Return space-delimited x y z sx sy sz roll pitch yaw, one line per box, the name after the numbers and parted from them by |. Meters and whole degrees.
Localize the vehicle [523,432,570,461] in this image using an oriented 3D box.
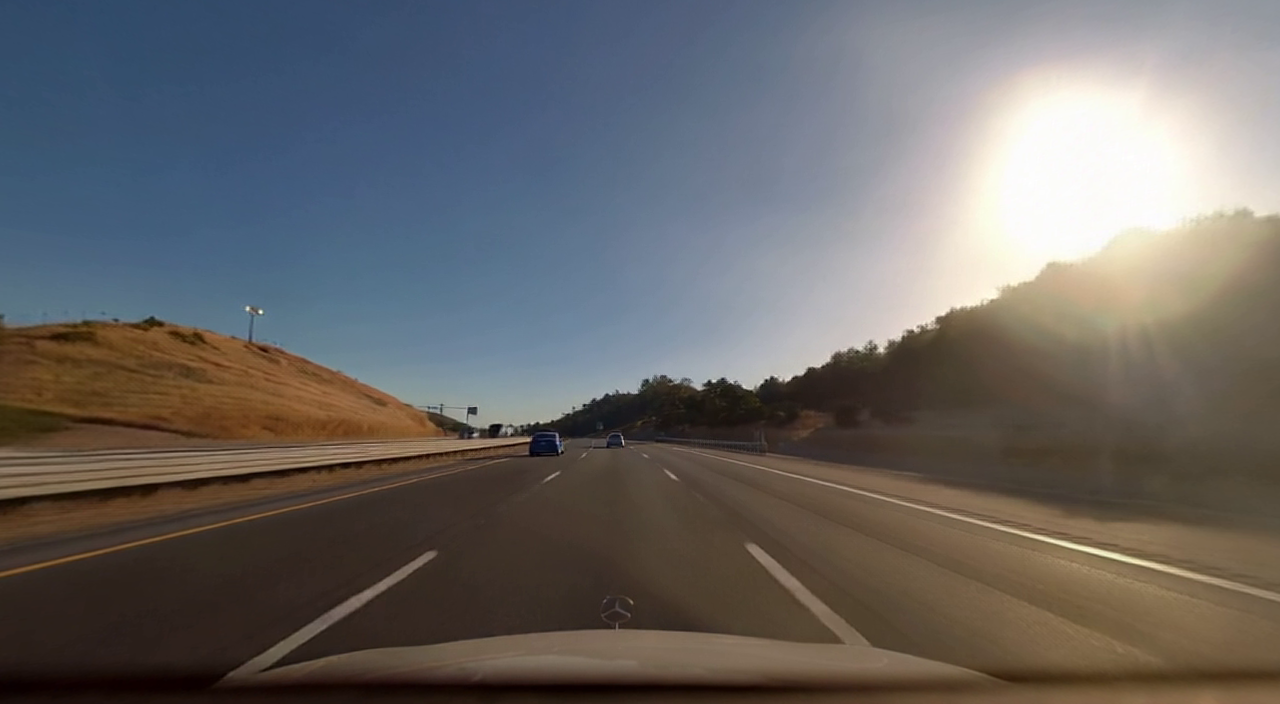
-5.247 5.382 36.108 2.141 1.534 5.099 0 -8 -2 | vehicle
